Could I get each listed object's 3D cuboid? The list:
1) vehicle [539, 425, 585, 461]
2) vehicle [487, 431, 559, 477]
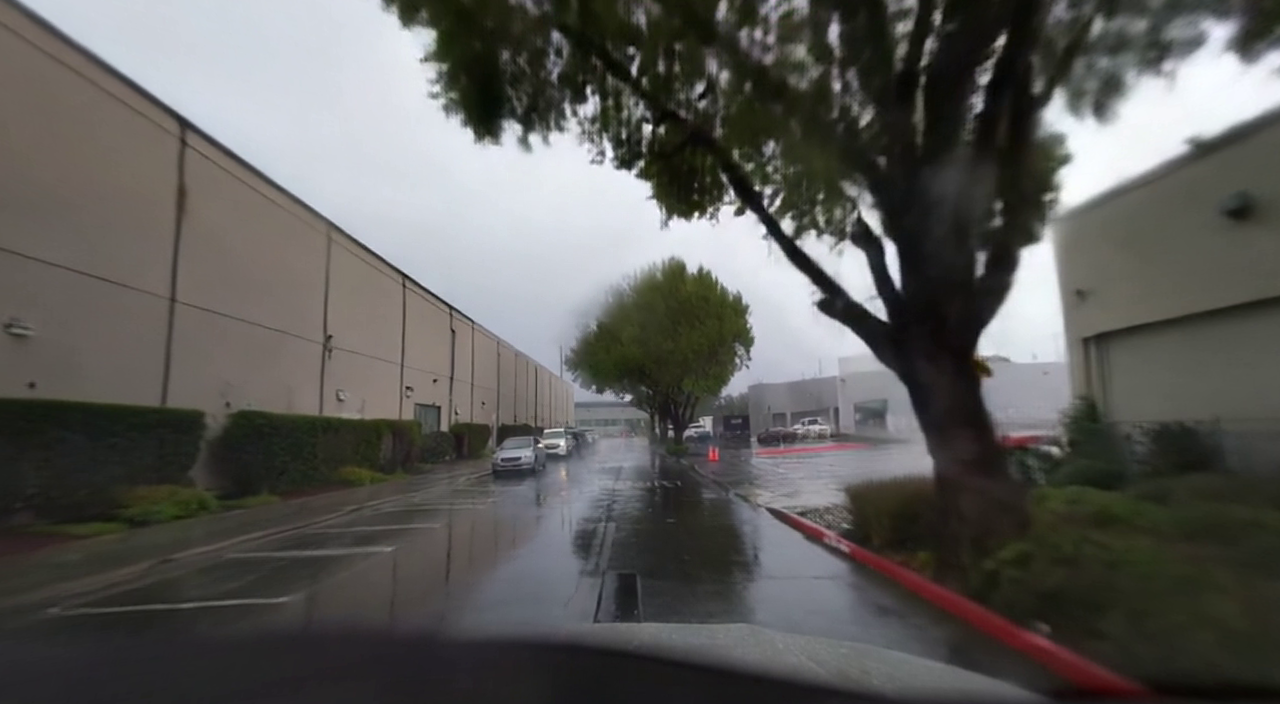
[{"bbox_3d":[-4.501,5.421,37.126,2.161,1.843,5.181,-4,-10,-2],"label":"vehicle"},{"bbox_3d":[-4.547,4.057,25.100,2.040,1.501,4.440,-4,-9,-1],"label":"vehicle"}]
